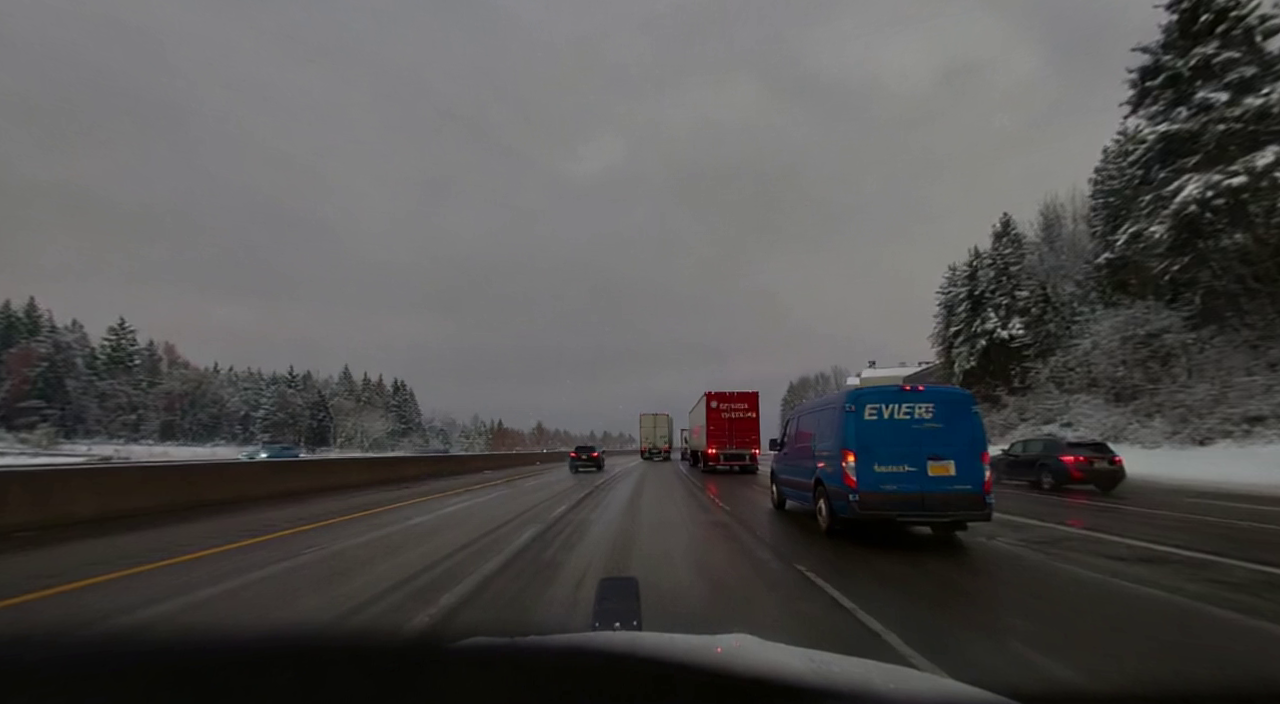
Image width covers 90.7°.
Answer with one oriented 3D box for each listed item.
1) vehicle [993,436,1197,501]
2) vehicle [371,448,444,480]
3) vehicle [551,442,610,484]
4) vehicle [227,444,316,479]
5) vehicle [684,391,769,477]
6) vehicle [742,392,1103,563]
[{"bbox_3d":[12.222,3.139,17.521,2.060,1.499,4.683,0,-8,-2],"label":"vehicle"},{"bbox_3d":[-11.683,5.635,32.067,1.988,1.446,4.265,-1,-9,1],"label":"vehicle"},{"bbox_3d":[-2.238,4.312,24.858,2.024,1.472,4.014,0,-8,-2],"label":"vehicle"},{"bbox_3d":[-21.159,6.273,36.622,2.059,1.865,4.786,0,-9,3],"label":"vehicle"},{"bbox_3d":[4.494,4.785,36.210,2.951,3.974,13.340,0,-9,0],"label":"vehicle"},{"bbox_3d":[3.831,1.991,11.043,2.809,1.919,7.507,0,-9,0],"label":"vehicle"}]
